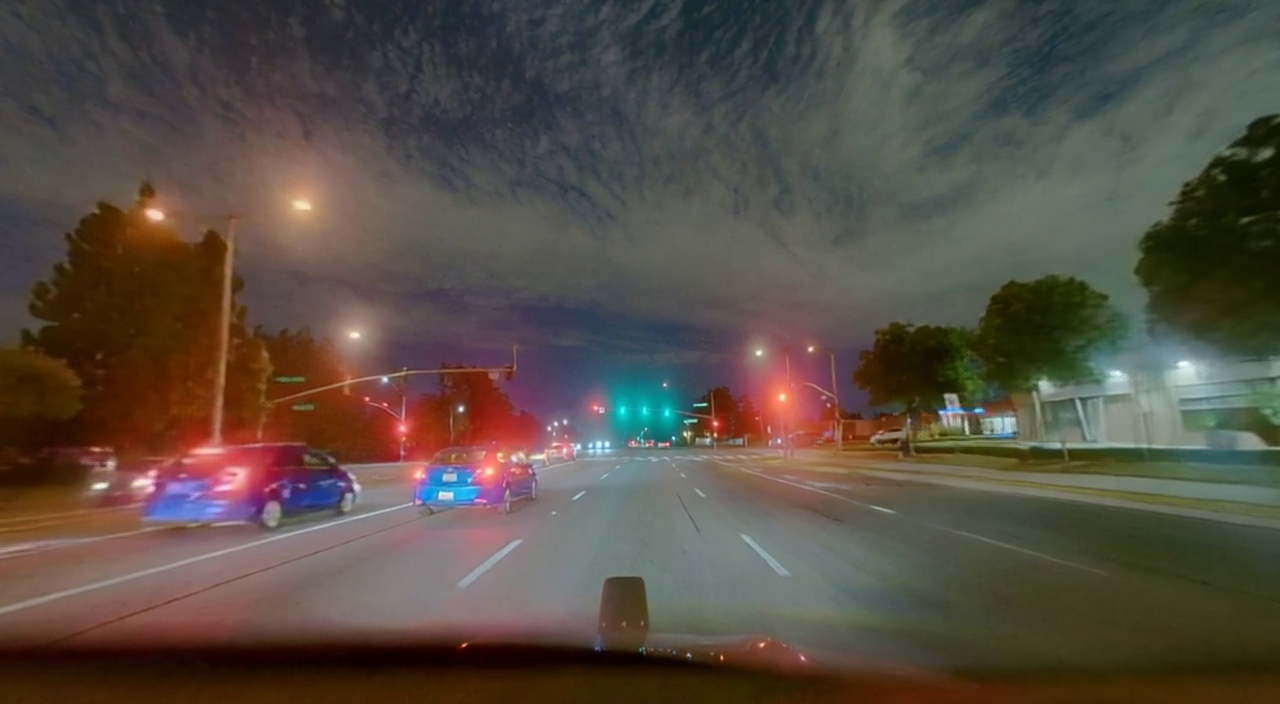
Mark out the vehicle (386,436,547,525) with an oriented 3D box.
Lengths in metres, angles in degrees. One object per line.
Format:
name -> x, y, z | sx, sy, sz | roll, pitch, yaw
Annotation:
vehicle -> -3.233, 2.491, 12.803 | 1.924, 1.480, 4.421 | 0, -9, 1

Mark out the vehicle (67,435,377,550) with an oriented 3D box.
vehicle -> -6.560, 2.233, 10.779 | 2.027, 1.501, 4.707 | 0, -9, 1
